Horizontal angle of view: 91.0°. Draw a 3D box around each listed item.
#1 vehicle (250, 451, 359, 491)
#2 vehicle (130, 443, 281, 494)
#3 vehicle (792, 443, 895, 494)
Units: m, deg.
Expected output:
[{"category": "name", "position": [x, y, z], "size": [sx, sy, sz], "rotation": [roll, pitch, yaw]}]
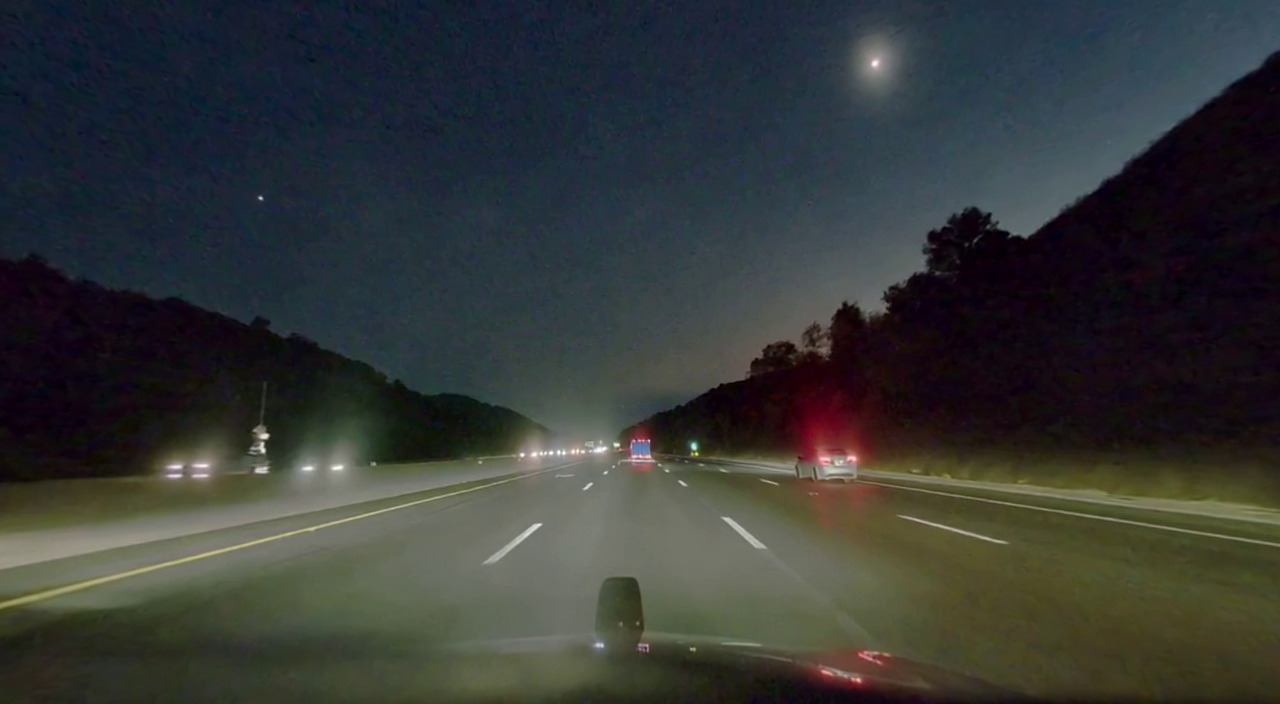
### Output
[{"category": "vehicle", "position": [-14.402, 5.101, 27.437], "size": [2.153, 1.568, 4.661], "rotation": [0, -9, 0]}, {"category": "vehicle", "position": [-18.351, 4.924, 27.102], "size": [2.382, 1.912, 5.699], "rotation": [0, -9, 1]}, {"category": "vehicle", "position": [6.607, 3.818, 20.963], "size": [1.976, 1.495, 4.217], "rotation": [0, -9, -1]}]
